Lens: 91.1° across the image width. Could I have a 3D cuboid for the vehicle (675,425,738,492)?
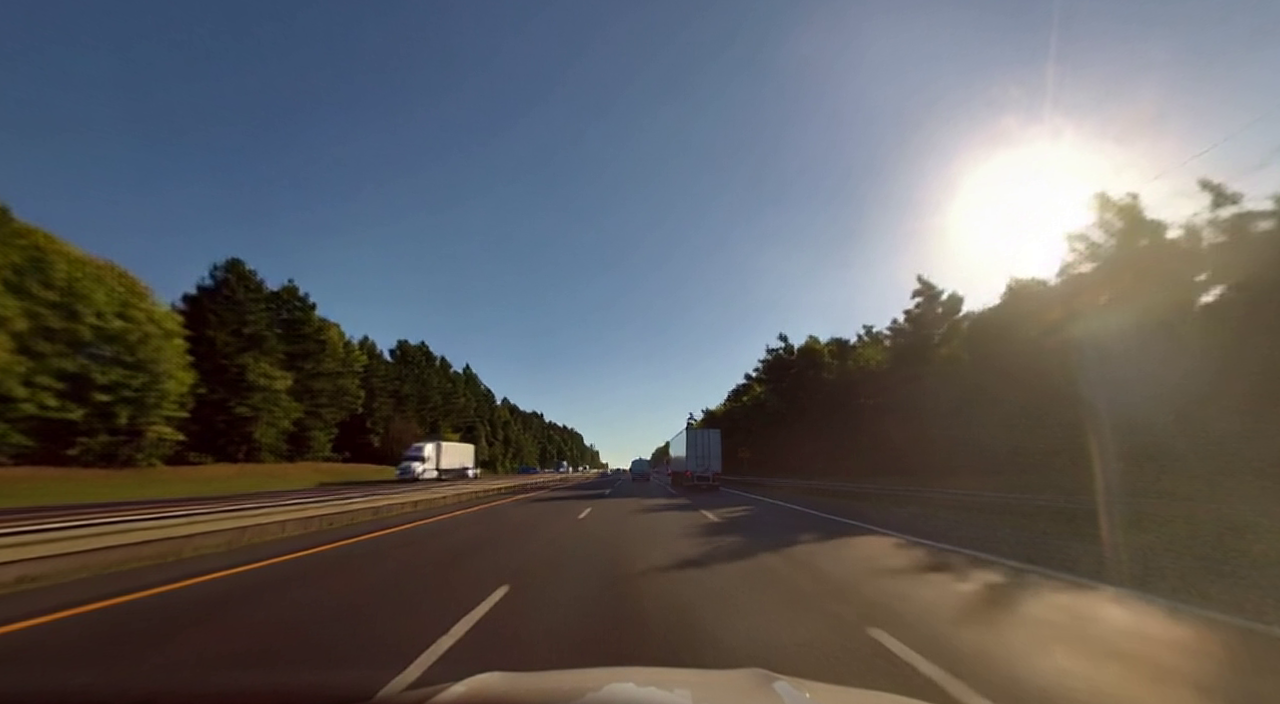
[{"bbox_3d":[4.470,7.818,45.571,3.139,3.999,13.840,1,-11,0],"label":"vehicle"}]
